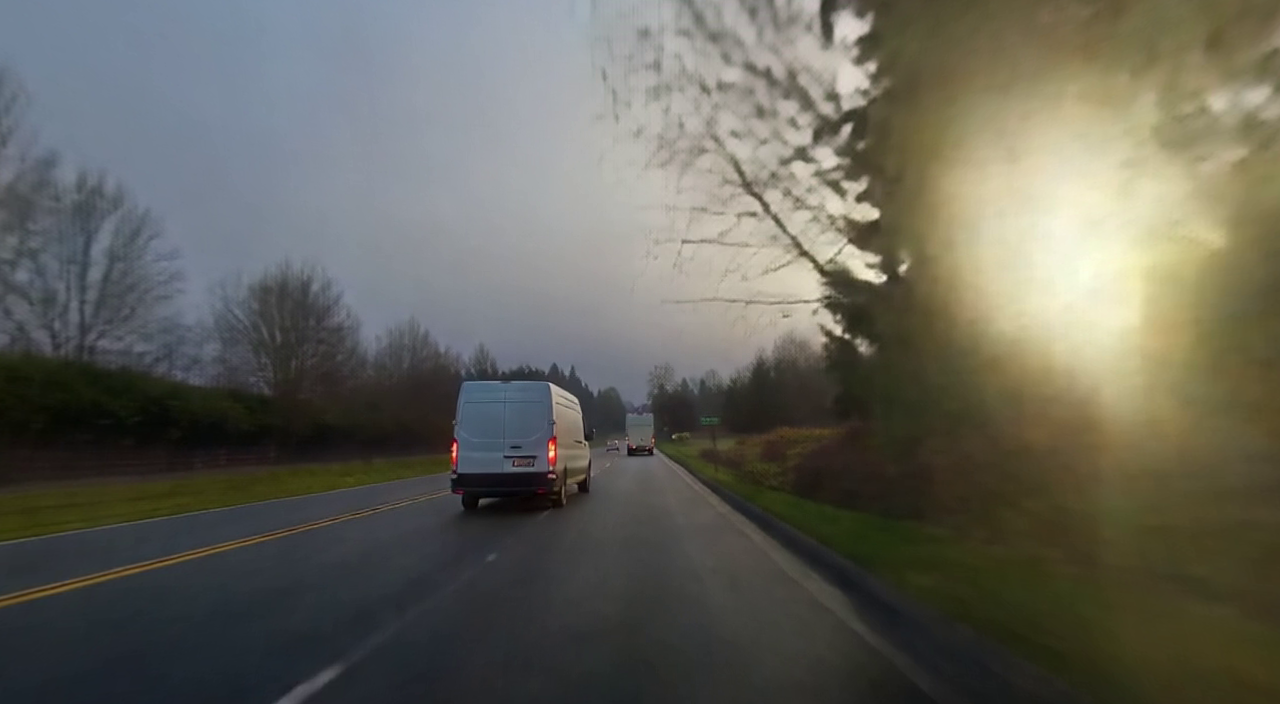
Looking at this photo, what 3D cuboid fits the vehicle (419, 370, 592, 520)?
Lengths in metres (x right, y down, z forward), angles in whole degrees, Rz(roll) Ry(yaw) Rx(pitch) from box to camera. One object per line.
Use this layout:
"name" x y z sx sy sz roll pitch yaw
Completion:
"vehicle" -2.593 2.061 14.150 2.497 2.628 6.016 0 -8 0
